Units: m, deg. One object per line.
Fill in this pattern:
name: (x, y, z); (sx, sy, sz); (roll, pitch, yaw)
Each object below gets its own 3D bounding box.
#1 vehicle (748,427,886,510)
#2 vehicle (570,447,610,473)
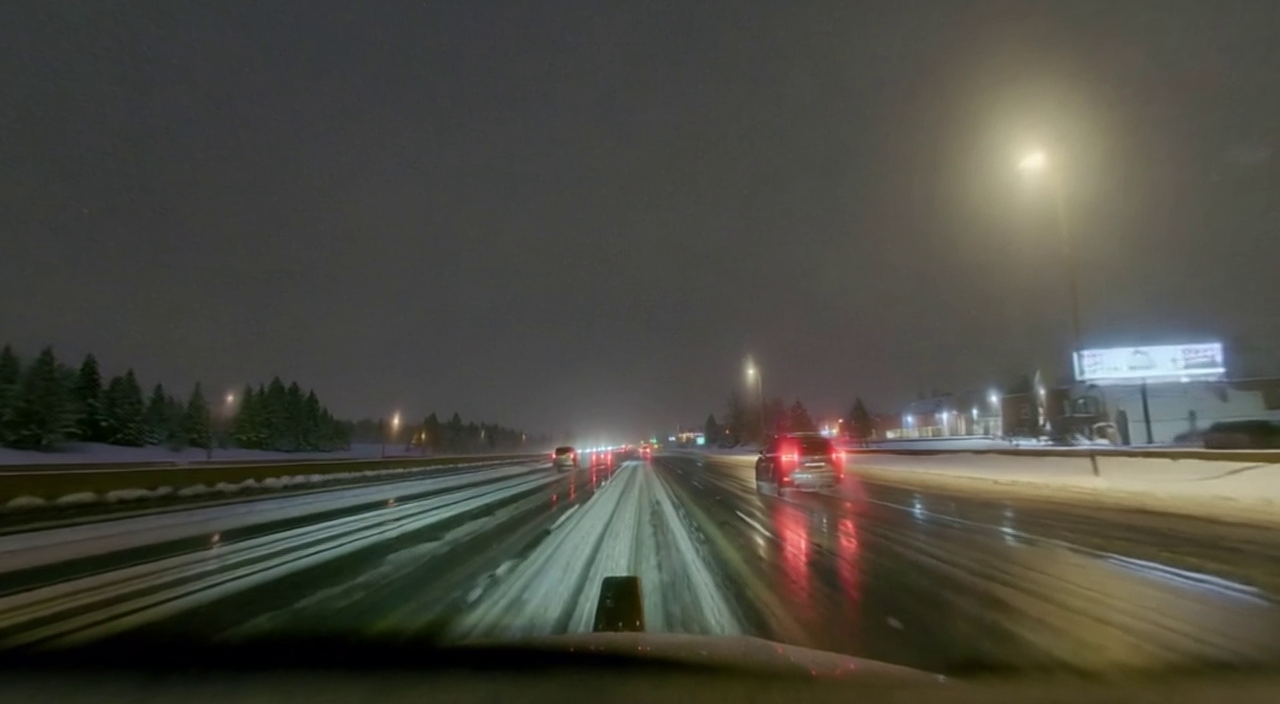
vehicle: (4.234, 2.889, 16.050); (2.109, 1.764, 4.704); (0, -9, 0)
vehicle: (-3.091, 6.808, 39.949); (2.139, 1.510, 4.506); (0, -9, 0)
